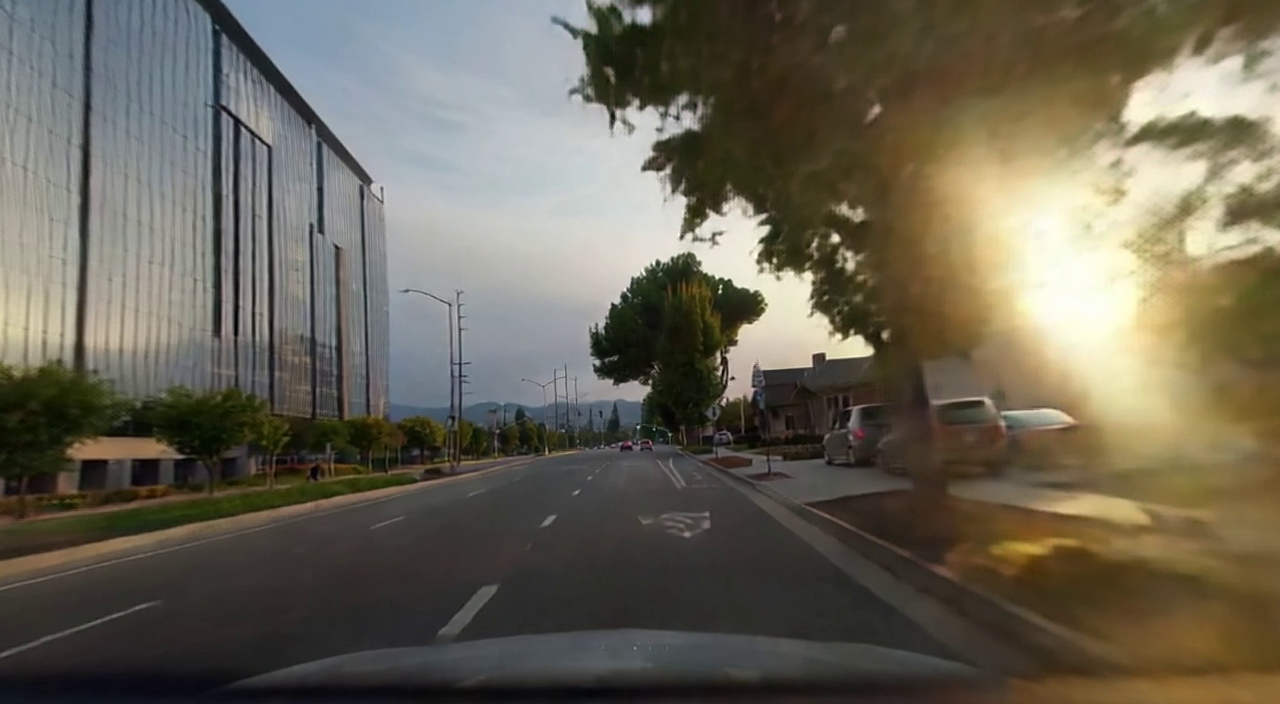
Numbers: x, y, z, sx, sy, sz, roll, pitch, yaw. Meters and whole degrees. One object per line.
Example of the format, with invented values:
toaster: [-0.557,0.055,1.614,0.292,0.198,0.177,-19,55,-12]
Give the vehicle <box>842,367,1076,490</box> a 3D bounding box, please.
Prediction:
vehicle: [6.473,1.726,13.774,2.160,1.944,5.086,-7,-8,-2]
